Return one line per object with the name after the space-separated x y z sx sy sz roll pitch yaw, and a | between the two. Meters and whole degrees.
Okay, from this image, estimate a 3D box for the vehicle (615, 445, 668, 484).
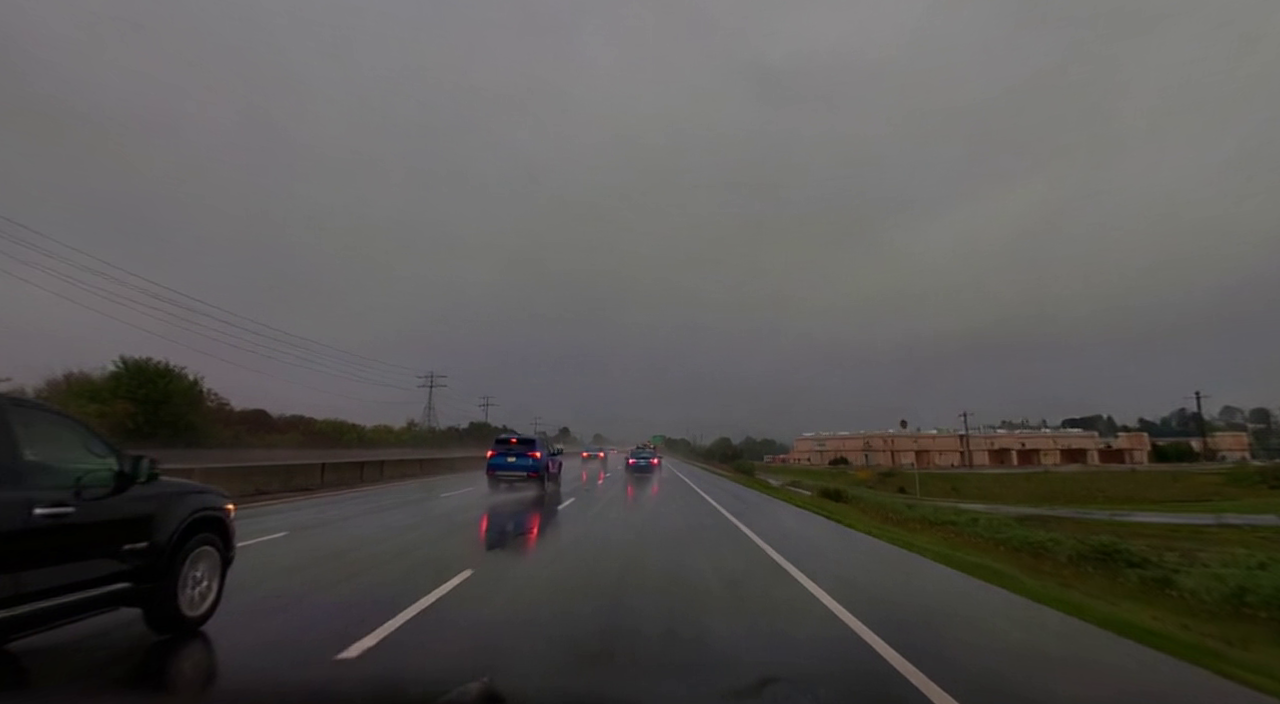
0.058 4.668 26.526 2.047 1.473 3.978 0 -8 0 | vehicle

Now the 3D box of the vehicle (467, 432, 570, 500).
-3.547 3.426 19.346 2.133 1.789 4.518 -1 -8 2 | vehicle

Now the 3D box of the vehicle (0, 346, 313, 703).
-4.236 0.938 3.281 2.198 1.848 5.346 0 -8 0 | vehicle

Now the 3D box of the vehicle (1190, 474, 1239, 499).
39.780 9.249 43.642 4.203 1.418 1.942 8 -12 -42 | vehicle

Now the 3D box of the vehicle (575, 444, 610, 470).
-3.337 7.430 44.725 1.993 1.717 4.321 -1 -8 2 | vehicle
